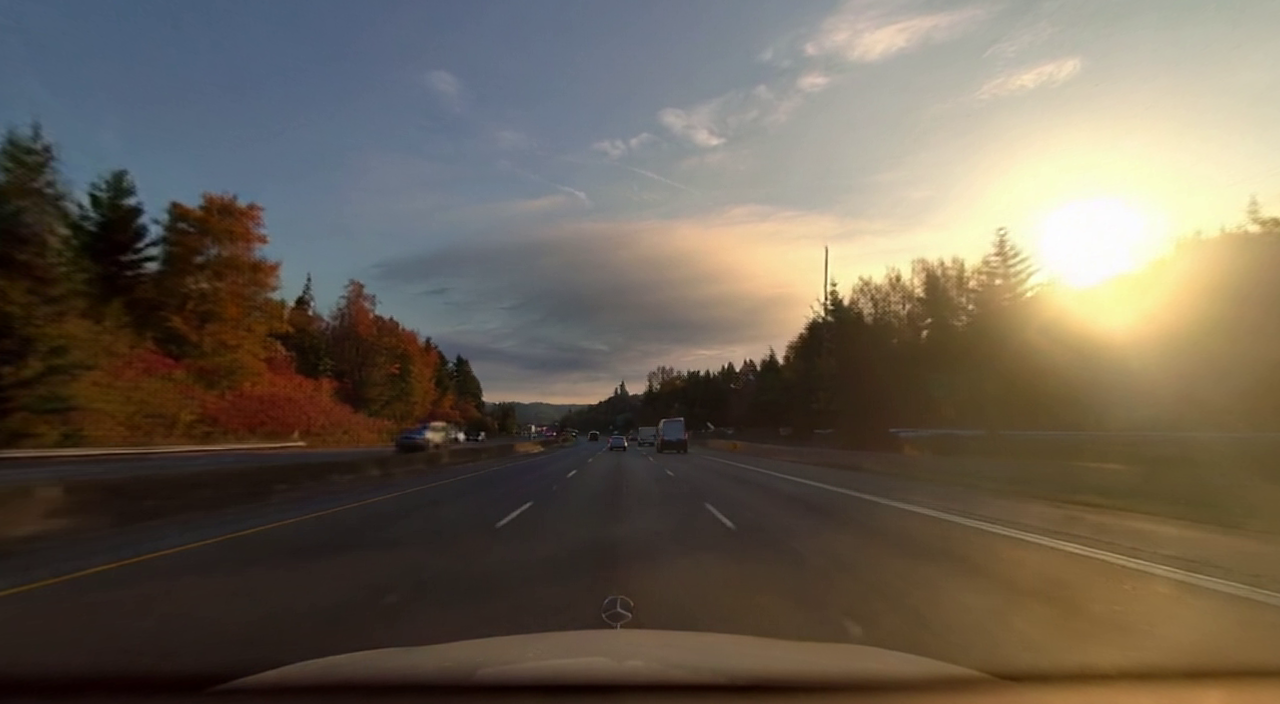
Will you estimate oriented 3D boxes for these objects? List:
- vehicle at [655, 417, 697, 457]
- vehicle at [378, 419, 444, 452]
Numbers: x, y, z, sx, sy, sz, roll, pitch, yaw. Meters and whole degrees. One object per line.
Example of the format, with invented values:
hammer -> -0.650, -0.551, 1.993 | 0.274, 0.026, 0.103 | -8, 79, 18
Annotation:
vehicle -> 2.417, 5.955, 43.959 | 2.411, 2.614, 5.781 | 0, -8, -1
vehicle -> -14.220, 5.253, 39.409 | 2.114, 1.921, 5.201 | 0, -8, 1
